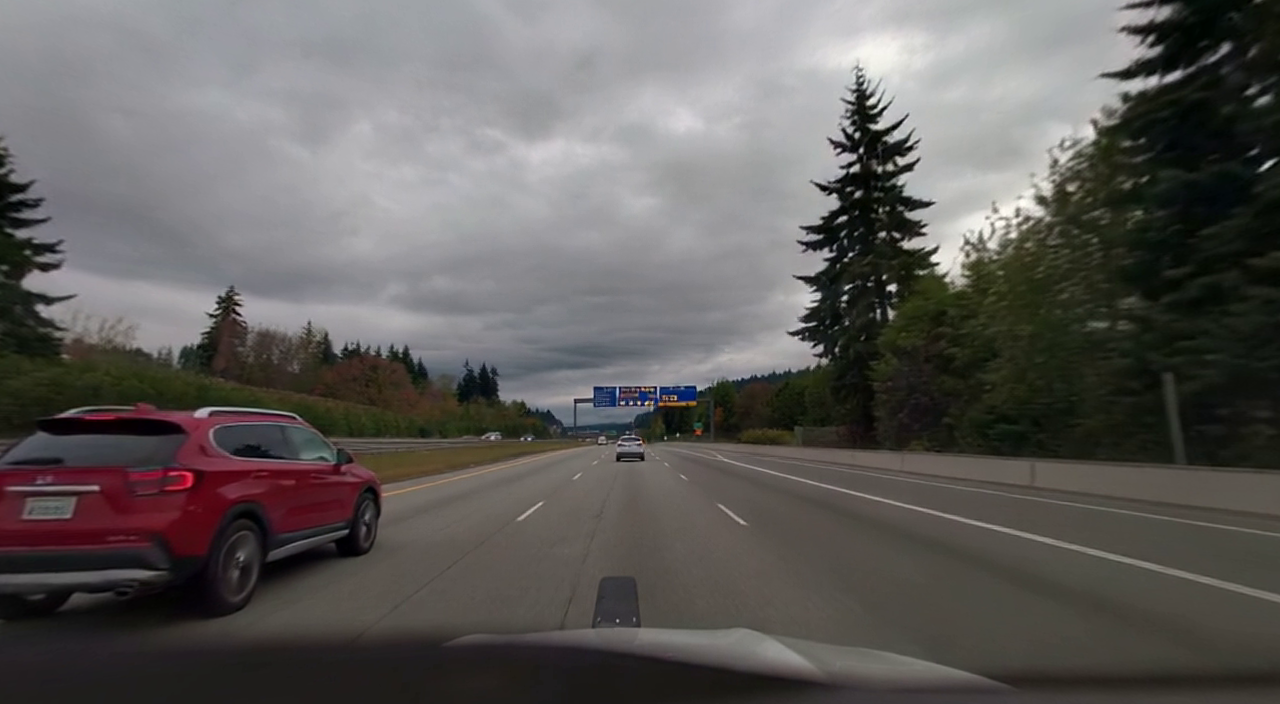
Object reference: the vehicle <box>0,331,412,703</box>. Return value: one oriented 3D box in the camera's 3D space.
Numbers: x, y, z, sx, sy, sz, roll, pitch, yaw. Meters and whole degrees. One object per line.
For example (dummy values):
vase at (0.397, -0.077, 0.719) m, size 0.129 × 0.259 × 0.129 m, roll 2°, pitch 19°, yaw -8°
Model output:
vehicle at (-3.532, 1.051, 4.515) m, size 2.111 × 1.689 × 4.505 m, roll 0°, pitch -8°, yaw 0°

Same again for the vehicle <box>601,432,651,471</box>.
vehicle at (-0.600, 4.269, 27.246) m, size 2.010 × 1.534 × 4.013 m, roll 0°, pitch -8°, yaw -1°
